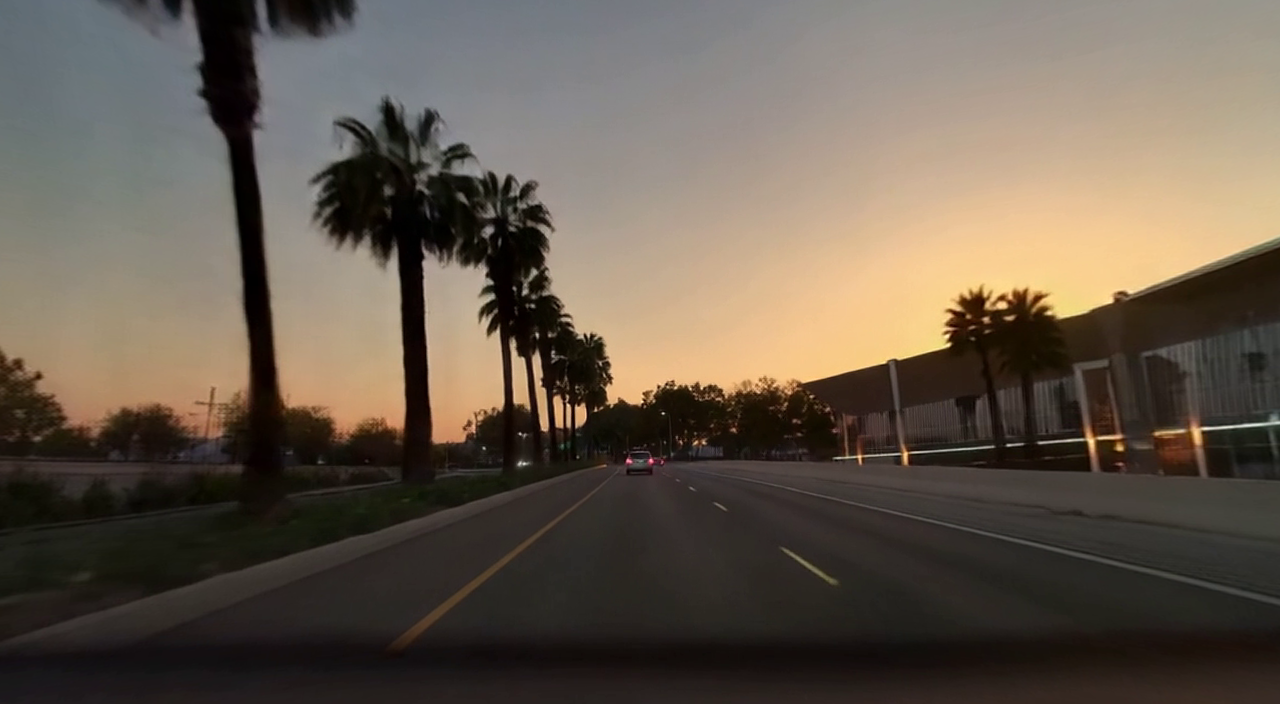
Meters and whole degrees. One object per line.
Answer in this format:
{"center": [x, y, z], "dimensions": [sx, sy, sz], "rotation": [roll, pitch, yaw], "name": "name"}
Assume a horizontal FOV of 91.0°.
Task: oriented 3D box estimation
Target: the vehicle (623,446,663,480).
{"center": [0.125, 6.106, 34.860], "dimensions": [2.089, 1.718, 4.193], "rotation": [0, -9, 0], "name": "vehicle"}
